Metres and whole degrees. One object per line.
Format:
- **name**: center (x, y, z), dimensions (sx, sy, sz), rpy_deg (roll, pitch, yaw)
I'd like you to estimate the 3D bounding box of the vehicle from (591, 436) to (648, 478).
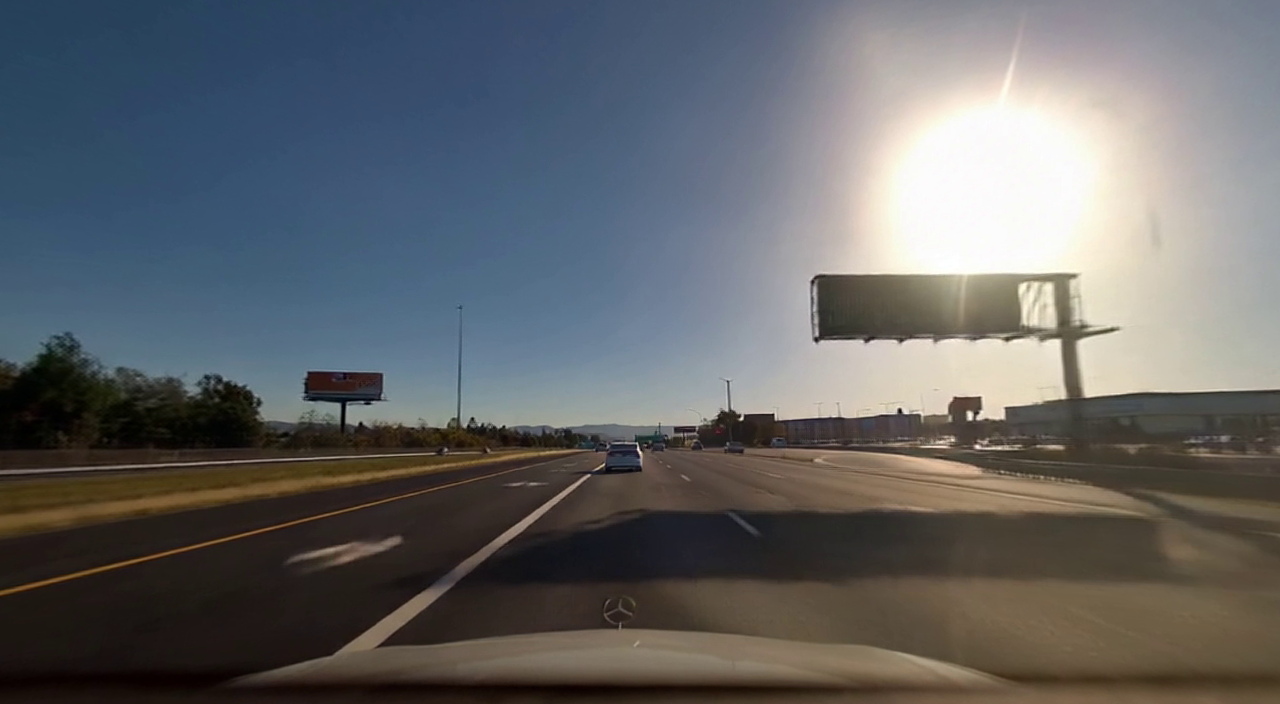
- **vehicle**: center (-0.753, 4.231, 25.613), dimensions (2.147, 1.576, 3.964), rpy_deg (0, -8, 0)
